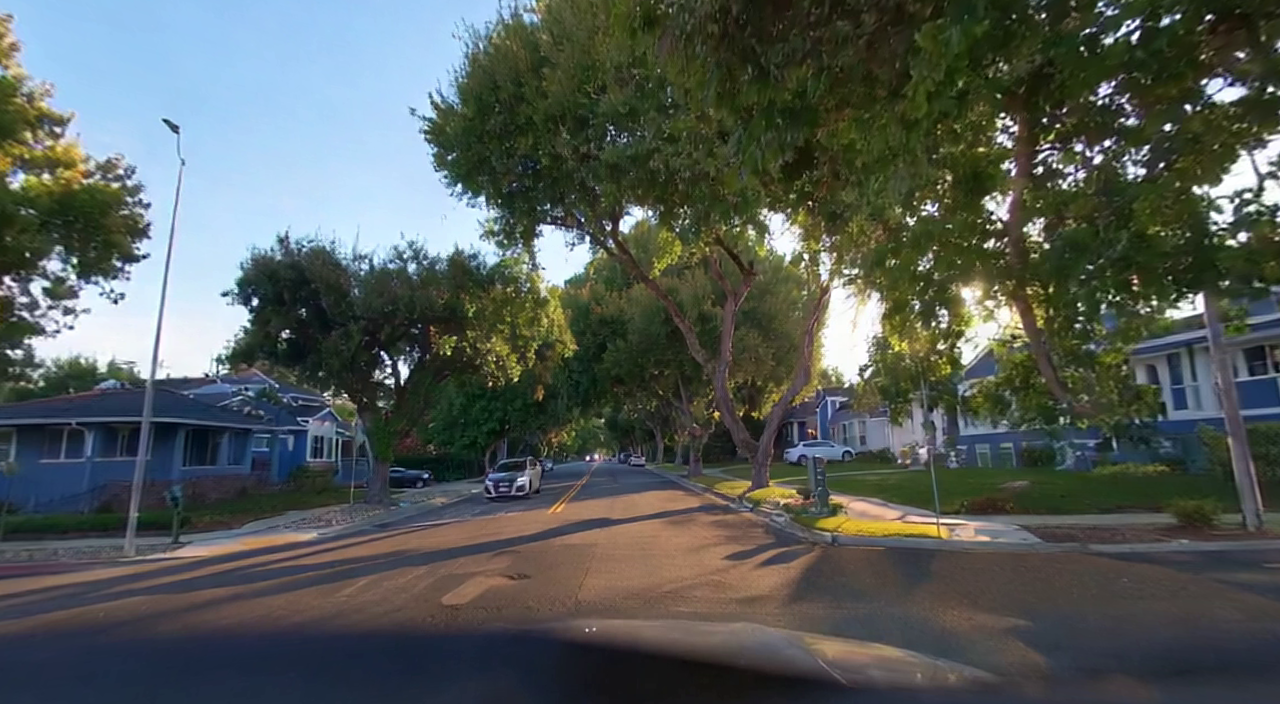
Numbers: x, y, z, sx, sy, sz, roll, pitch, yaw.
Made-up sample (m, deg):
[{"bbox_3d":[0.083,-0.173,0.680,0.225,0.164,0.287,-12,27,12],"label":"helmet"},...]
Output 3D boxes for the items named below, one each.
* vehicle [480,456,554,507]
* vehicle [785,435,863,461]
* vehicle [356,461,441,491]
[{"bbox_3d":[-4.562,4.855,24.163,1.973,1.683,4.400,0,-8,-1],"label":"vehicle"},{"bbox_3d":[11.356,5.956,39.278,4.389,1.480,2.038,-2,-6,8],"label":"vehicle"},{"bbox_3d":[-14.894,7.720,39.118,4.487,1.464,1.889,-5,-14,7],"label":"vehicle"}]
